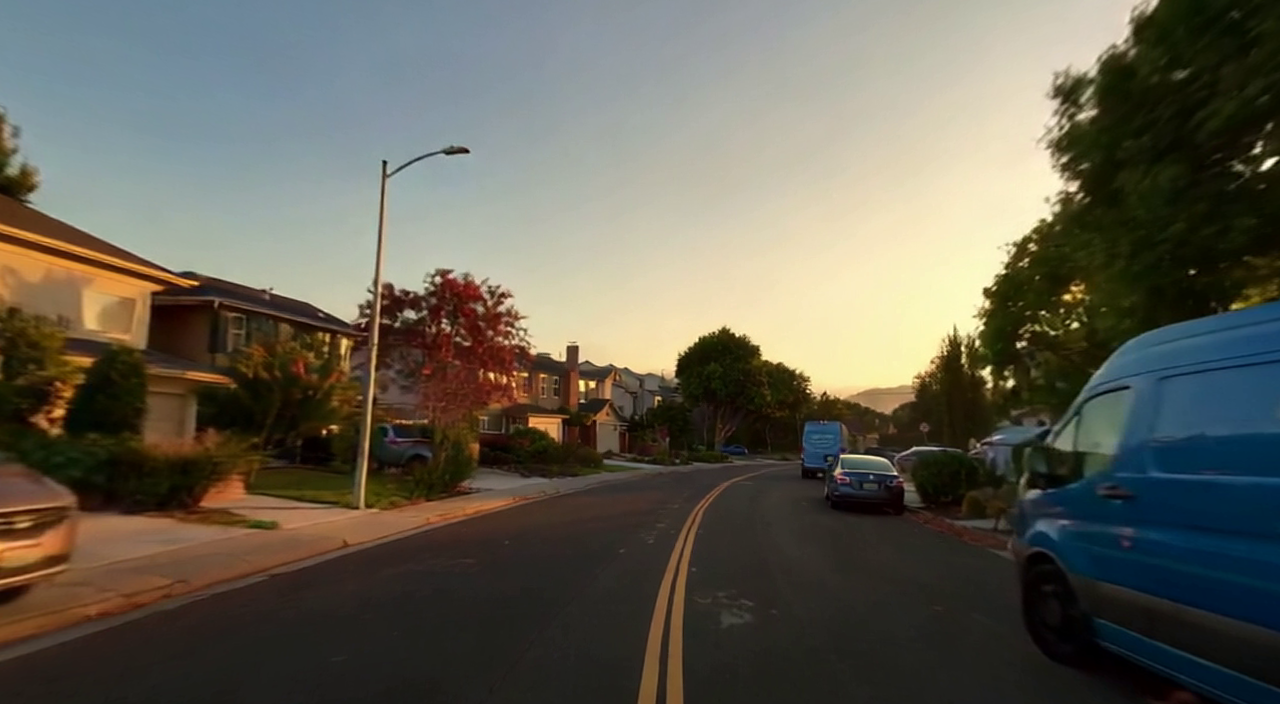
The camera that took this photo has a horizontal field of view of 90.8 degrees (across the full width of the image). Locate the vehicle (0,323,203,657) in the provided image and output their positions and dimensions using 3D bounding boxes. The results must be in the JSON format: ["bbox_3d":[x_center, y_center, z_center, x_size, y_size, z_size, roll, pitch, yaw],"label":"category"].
[{"bbox_3d":[-7.209,0.826,4.388,6.291,2.113,2.673,2,-8,1],"label":"vehicle"}]

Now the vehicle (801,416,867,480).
[{"bbox_3d":[9.500,4.648,30.700,2.684,2.712,6.197,-3,-9,19],"label":"vehicle"}]

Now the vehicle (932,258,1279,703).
[{"bbox_3d":[3.547,0.633,1.640,2.748,2.031,6.288,0,-8,2],"label":"vehicle"}]

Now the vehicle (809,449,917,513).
[{"bbox_3d":[5.497,3.180,16.147,1.835,1.349,4.285,-1,-9,9],"label":"vehicle"}]
